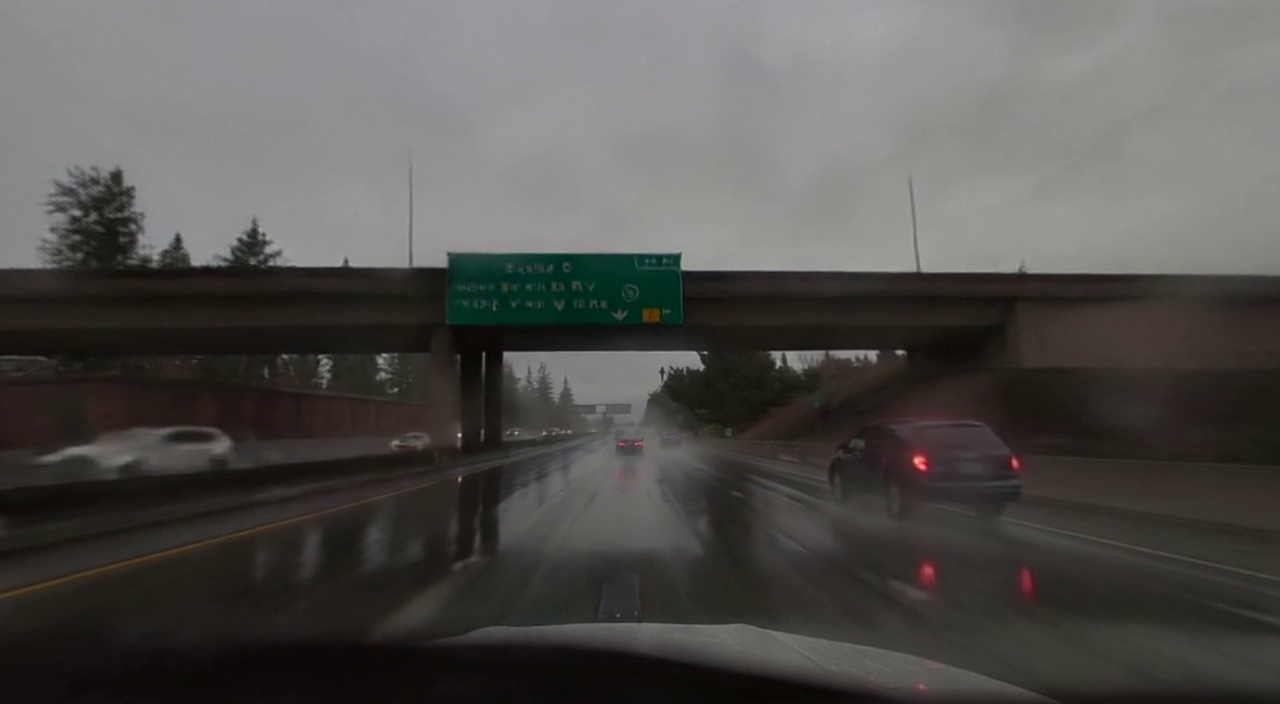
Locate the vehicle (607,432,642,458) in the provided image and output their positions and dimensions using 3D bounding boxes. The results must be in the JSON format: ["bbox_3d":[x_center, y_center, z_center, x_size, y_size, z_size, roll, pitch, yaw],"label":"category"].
[{"bbox_3d":[-0.943,5.506,37.491,1.987,1.440,3.565,0,-8,-1],"label":"vehicle"}]

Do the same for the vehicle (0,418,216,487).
[{"bbox_3d":[-13.376,2.525,16.176,2.017,1.493,4.377,0,-8,-1],"label":"vehicle"}]

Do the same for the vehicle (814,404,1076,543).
[{"bbox_3d":[4.092,1.673,9.302,1.892,1.600,3.782,0,-8,-1],"label":"vehicle"}]

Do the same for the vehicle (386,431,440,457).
[{"bbox_3d":[-13.427,5.479,37.529,1.832,1.446,3.950,0,-8,-1],"label":"vehicle"}]
